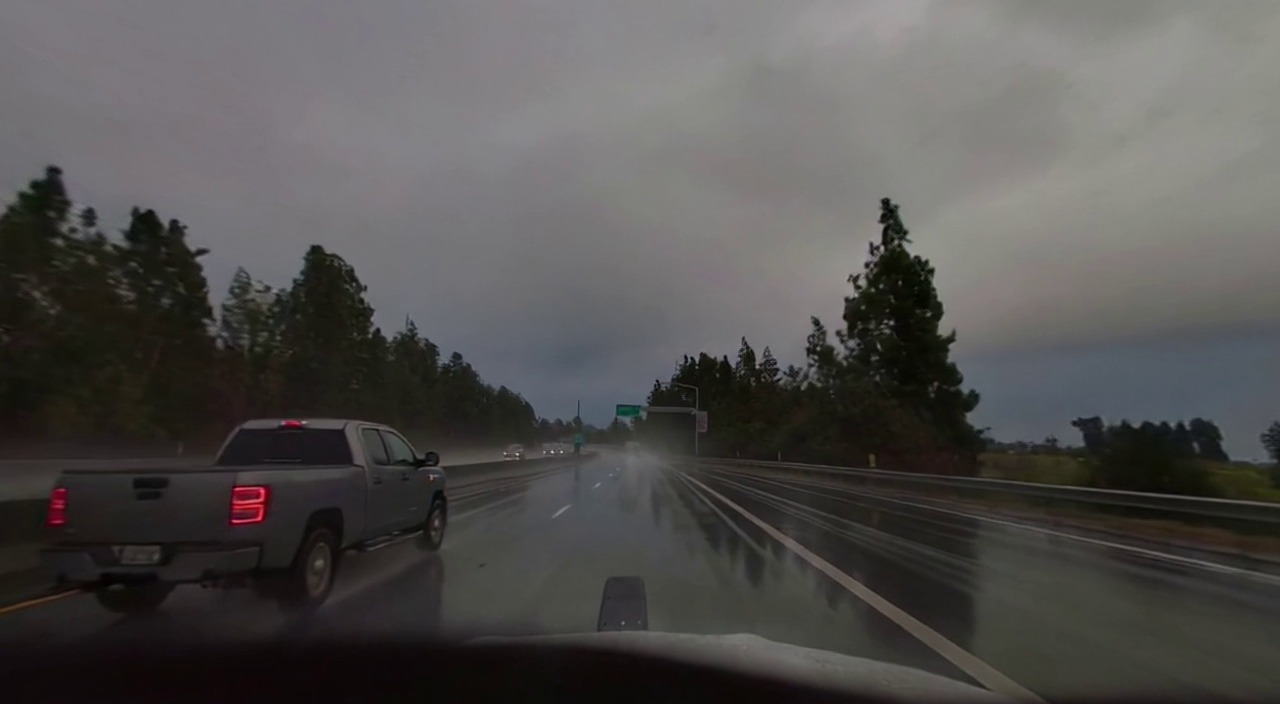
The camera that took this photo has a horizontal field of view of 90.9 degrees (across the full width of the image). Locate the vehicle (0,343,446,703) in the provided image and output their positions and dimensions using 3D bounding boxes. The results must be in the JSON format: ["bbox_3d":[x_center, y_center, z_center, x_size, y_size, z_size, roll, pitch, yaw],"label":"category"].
[{"bbox_3d":[-3.671,1.287,5.536,2.214,1.872,5.179,0,-9,1],"label":"vehicle"}]
